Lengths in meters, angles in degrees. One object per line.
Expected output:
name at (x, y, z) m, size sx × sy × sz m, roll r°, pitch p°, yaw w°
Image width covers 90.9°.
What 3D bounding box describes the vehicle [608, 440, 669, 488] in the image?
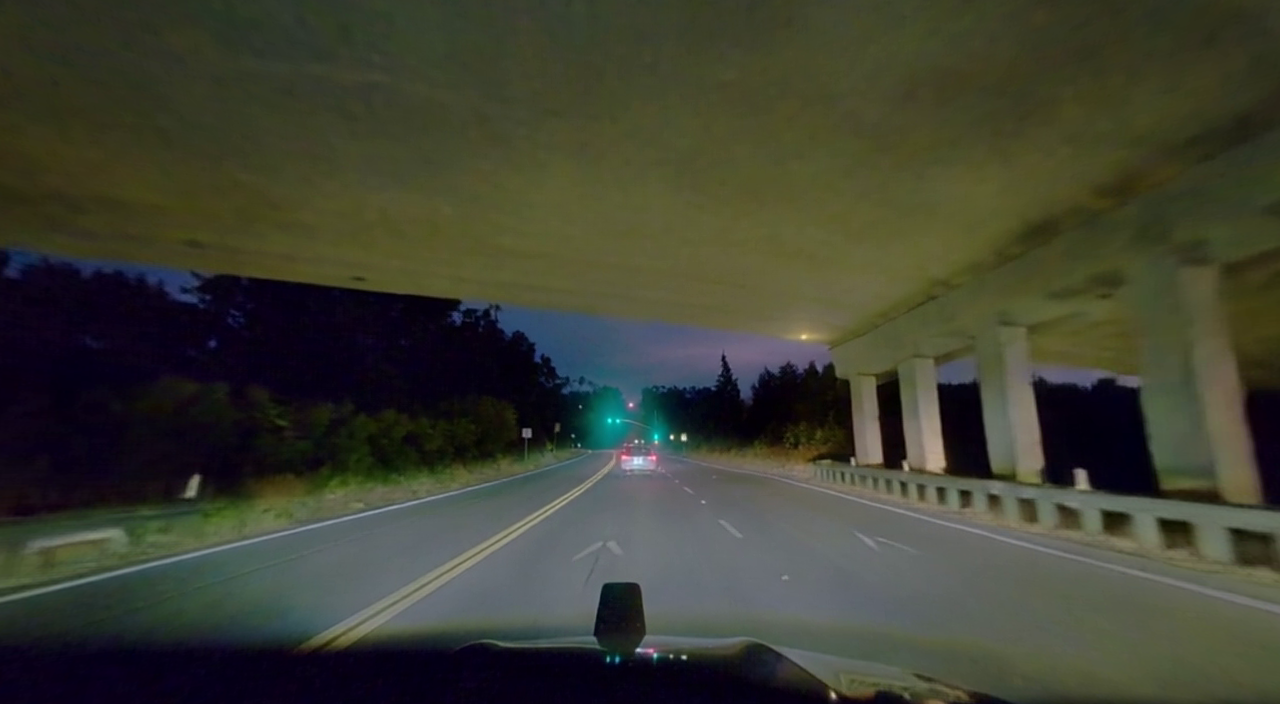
vehicle at (-0.058, 4.062, 23.072) m, size 2.037 × 1.601 × 3.643 m, roll 0°, pitch -9°, yaw 0°
